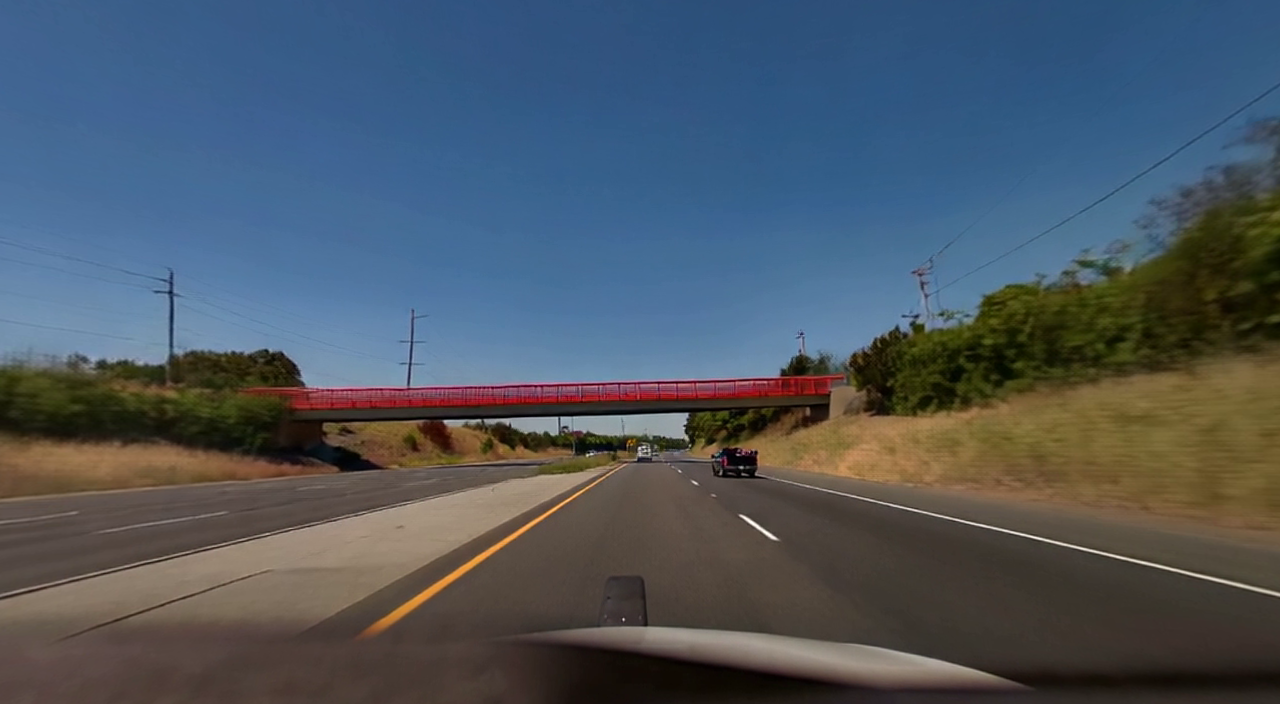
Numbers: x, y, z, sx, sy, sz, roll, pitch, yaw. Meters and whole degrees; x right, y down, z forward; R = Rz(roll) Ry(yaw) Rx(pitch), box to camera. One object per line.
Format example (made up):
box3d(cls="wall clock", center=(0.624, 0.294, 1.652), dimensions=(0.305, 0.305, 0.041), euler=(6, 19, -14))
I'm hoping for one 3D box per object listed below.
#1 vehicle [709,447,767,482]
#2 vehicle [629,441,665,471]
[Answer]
box3d(cls="vehicle", center=(4.569, 5.312, 30.126), dimensions=(1.988, 1.505, 4.958), euler=(0, -9, 0))
box3d(cls="vehicle", center=(0.518, 7.253, 44.139), dimensions=(2.369, 1.948, 5.343), euler=(0, -9, 2))
